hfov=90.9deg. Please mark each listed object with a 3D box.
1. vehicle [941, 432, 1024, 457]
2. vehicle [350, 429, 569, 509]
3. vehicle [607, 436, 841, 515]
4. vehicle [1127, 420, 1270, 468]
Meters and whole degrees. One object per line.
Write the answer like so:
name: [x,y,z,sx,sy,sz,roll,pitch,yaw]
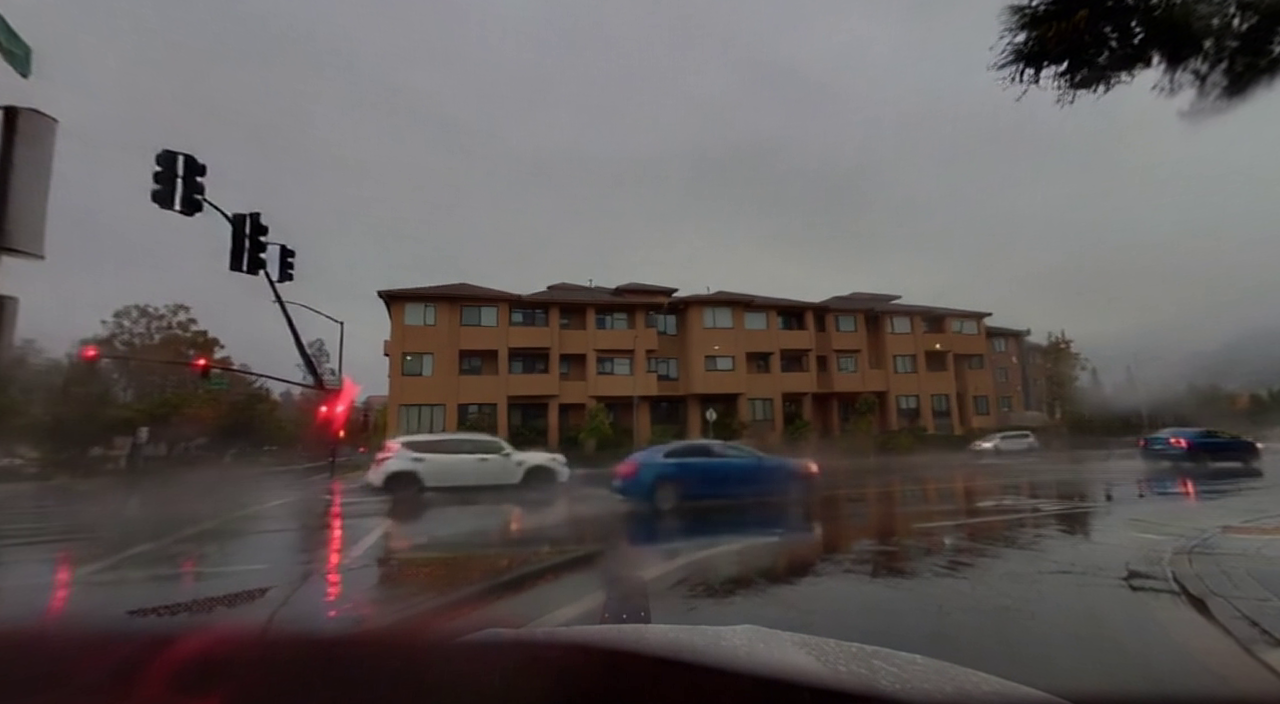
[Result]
vehicle: [21.686,5.836,39.931,4.751,1.487,1.888,3,-9,-20]
vehicle: [-4.239,2.718,15.089,4.683,1.678,1.981,3,-9,-20]
vehicle: [1.744,2.533,13.416,4.521,1.433,1.943,3,-9,-20]
vehicle: [21.368,3.526,24.144,4.711,1.688,1.915,3,-9,-20]
